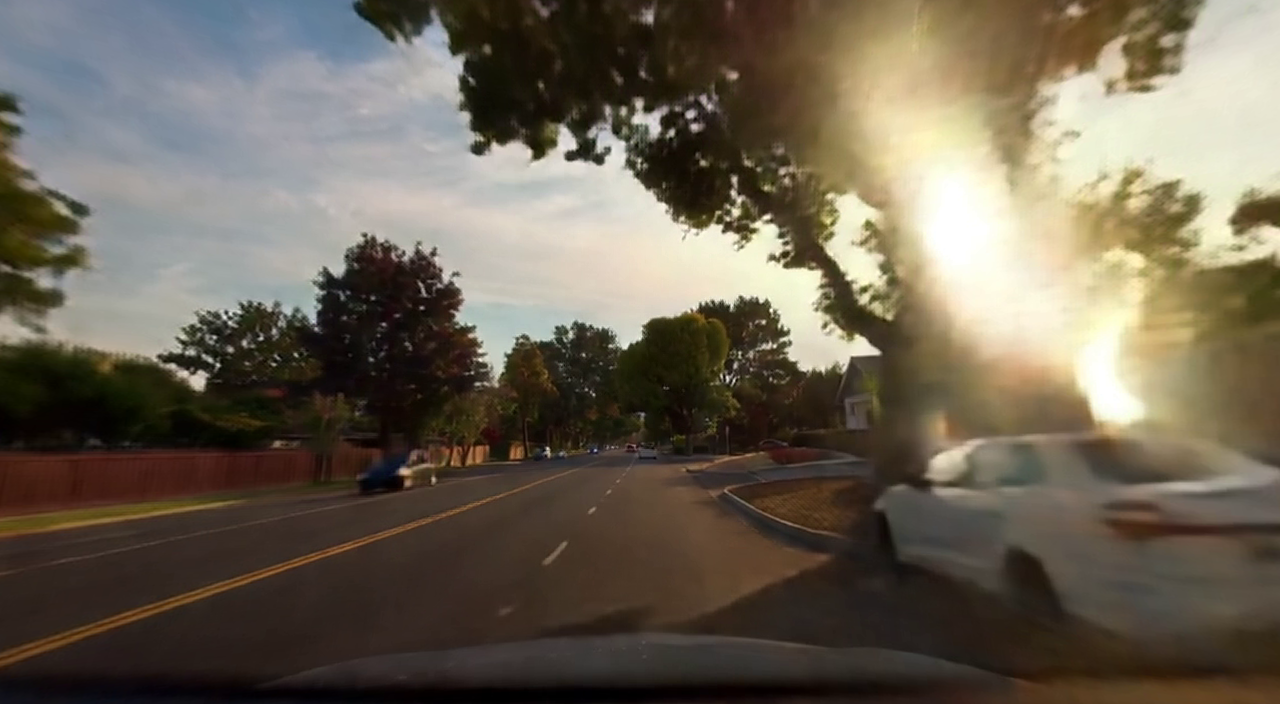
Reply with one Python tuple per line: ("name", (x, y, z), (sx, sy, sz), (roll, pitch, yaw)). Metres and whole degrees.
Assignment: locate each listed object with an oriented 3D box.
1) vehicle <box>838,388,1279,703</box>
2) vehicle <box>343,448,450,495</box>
("vehicle", (3.224, 1.246, 4.644), (2.011, 1.507, 4.769), (0, -9, 0))
("vehicle", (-8.702, 4.288, 23.035), (2.001, 1.508, 4.581), (0, -9, 1))
